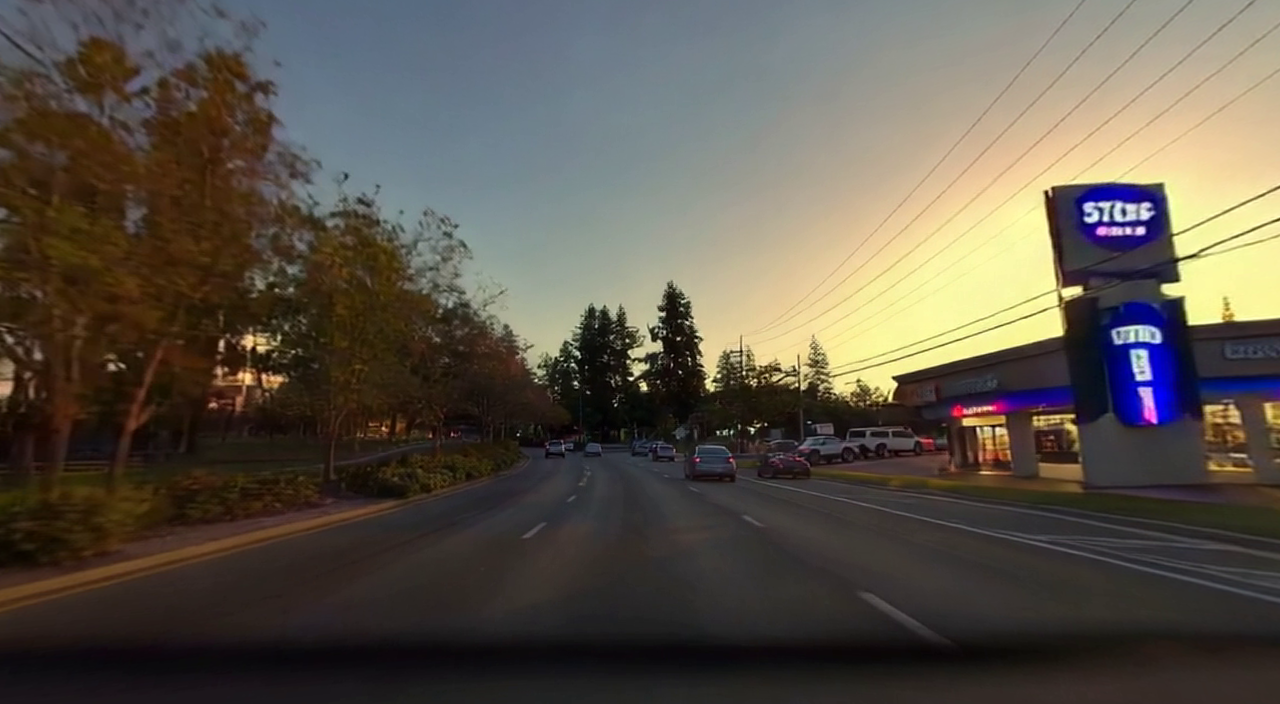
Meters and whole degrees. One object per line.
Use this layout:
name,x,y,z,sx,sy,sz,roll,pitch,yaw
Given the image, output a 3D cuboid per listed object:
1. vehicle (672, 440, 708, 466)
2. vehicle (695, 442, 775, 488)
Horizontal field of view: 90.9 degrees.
vehicle,3.572,7.338,46.003,2.250,1.723,4.424,0,-8,0
vehicle,3.277,3.991,22.675,2.130,1.476,4.453,0,-8,-1
